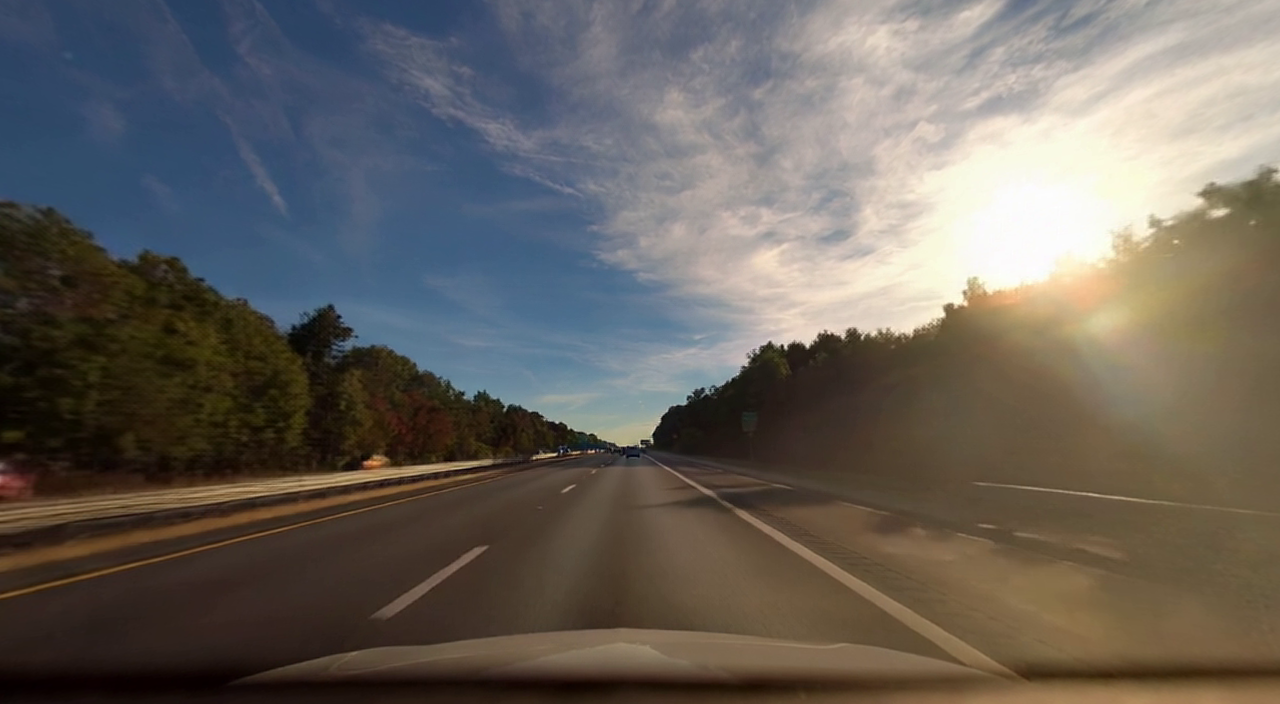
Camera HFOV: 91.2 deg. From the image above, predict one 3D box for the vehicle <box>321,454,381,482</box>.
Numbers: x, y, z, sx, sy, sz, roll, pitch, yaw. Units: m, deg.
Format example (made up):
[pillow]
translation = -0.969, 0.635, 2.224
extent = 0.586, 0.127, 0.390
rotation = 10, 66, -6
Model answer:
[vehicle]
translation = -17.491, 7.023, 38.175
extent = 1.670, 1.532, 4.187
rotation = 0, -9, -1
